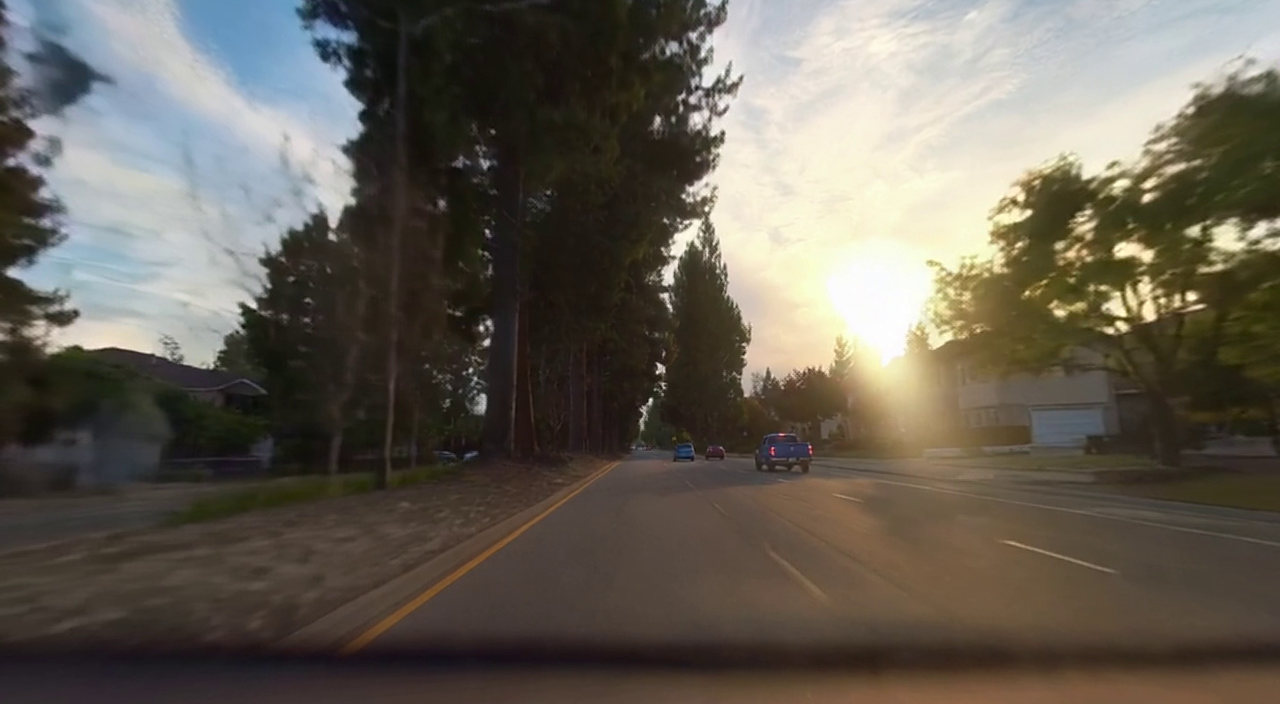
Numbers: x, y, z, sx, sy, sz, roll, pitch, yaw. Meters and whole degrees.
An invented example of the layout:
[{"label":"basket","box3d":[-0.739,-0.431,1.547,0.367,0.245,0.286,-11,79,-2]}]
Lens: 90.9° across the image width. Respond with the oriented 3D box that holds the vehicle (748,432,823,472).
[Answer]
[{"label":"vehicle","box3d":[6.869,4.790,30.418,2.262,1.769,5.666,0,-8,0]}]
